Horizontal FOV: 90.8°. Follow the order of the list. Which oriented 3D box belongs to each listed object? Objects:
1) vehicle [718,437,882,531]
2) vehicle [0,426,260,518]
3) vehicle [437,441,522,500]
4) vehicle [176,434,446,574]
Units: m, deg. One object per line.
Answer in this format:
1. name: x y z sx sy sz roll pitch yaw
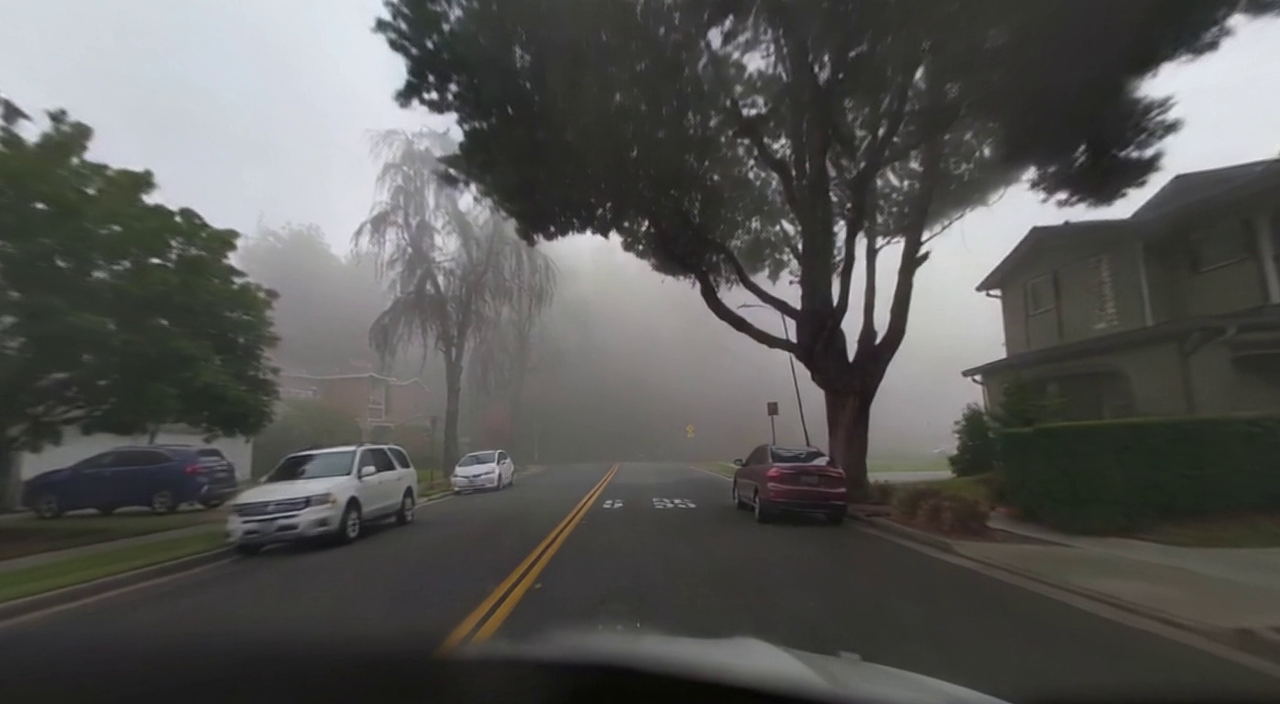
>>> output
1. vehicle: 2.938 2.524 12.738 2.047 1.532 4.350 0 -9 -2
2. vehicle: -12.796 2.938 15.692 5.234 2.076 2.197 -1 -9 2
3. vehicle: -5.894 4.367 23.771 2.027 1.803 4.306 -5 -8 0
4. vehicle: -5.476 2.509 11.591 2.155 1.907 5.100 -2 -8 1
